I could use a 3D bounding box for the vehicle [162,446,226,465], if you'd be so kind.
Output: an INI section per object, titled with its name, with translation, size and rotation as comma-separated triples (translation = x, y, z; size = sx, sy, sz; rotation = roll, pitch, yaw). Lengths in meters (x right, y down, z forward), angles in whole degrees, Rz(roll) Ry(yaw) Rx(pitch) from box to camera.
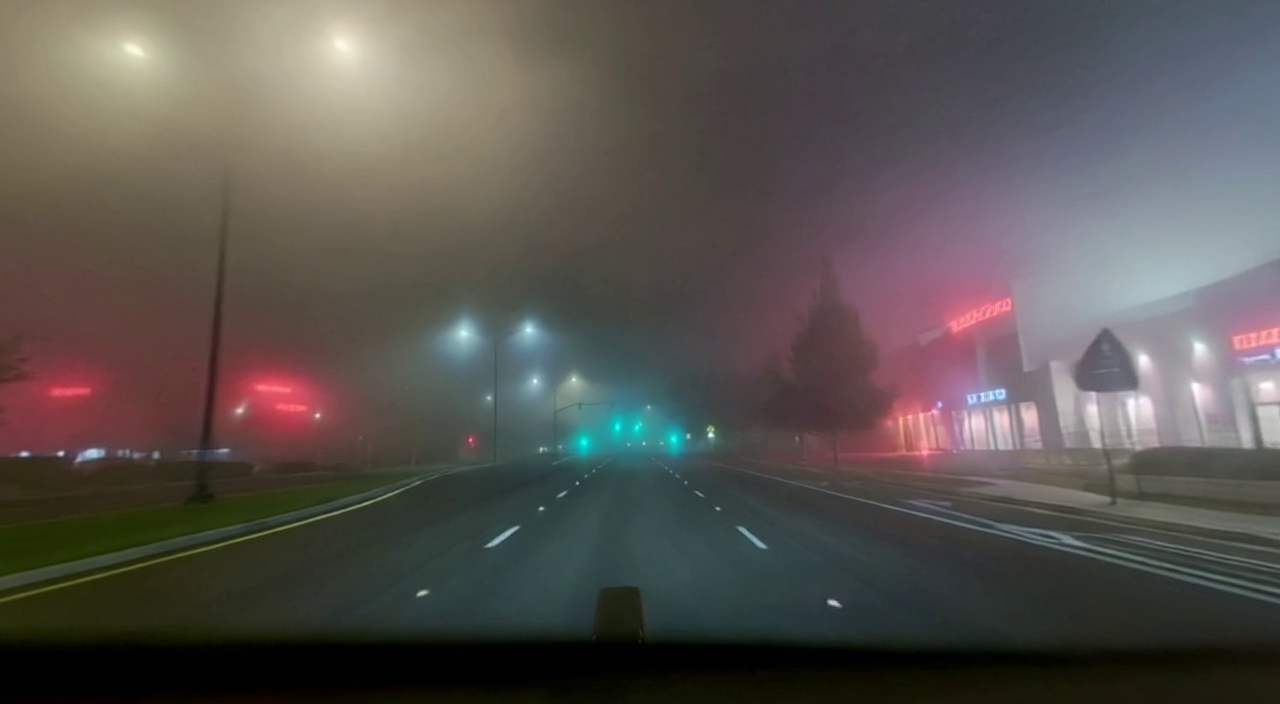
[vehicle]
translation = -34.761, 8.047, 49.284
size = 3.557, 1.432, 1.774
rotation = 0, -8, -1
